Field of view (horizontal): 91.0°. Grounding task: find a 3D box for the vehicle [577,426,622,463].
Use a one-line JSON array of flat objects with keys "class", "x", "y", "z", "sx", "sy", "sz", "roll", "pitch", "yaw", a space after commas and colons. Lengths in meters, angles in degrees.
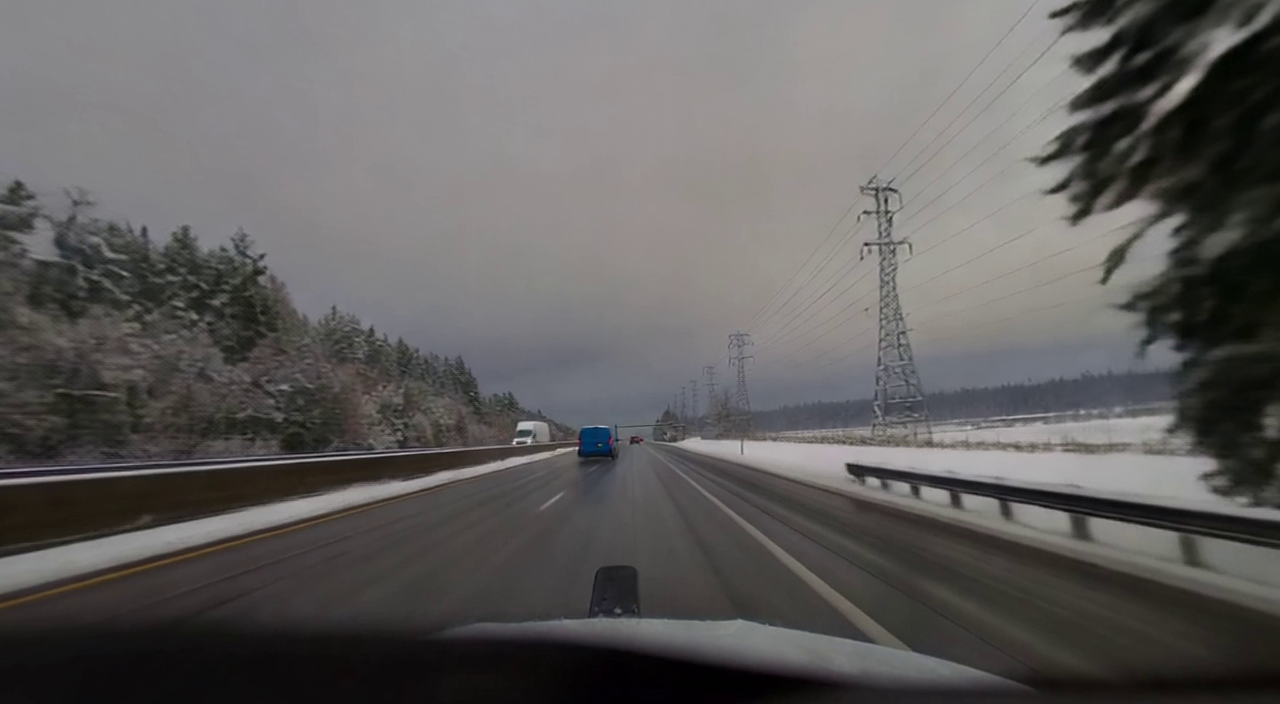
[{"class": "vehicle", "x": -2.077, "y": 4.912, "z": 33.543, "sx": 2.041, "sy": 1.856, "sz": 4.353, "roll": 0, "pitch": -8, "yaw": 1}]
